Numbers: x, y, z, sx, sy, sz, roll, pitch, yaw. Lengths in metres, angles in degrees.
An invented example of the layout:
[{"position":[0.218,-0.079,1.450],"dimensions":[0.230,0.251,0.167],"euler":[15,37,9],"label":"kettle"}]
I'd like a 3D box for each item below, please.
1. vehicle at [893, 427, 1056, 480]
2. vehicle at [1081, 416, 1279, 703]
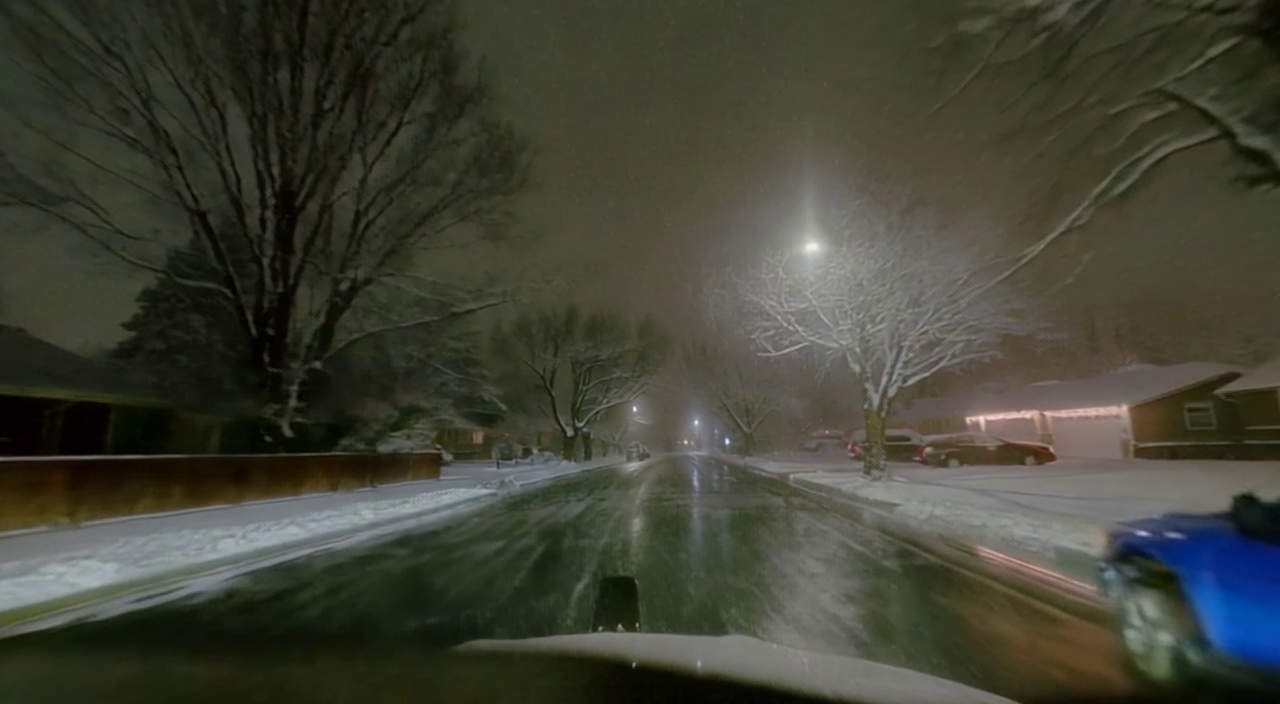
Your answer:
[{"position":[12.036,3.698,22.924],"dimensions":[4.710,1.512,1.894],"euler":[-5,-9,3],"label":"vehicle"},{"position":[3.654,0.880,1.676],"dimensions":[2.006,1.494,4.211],"euler":[0,-9,2],"label":"vehicle"}]
